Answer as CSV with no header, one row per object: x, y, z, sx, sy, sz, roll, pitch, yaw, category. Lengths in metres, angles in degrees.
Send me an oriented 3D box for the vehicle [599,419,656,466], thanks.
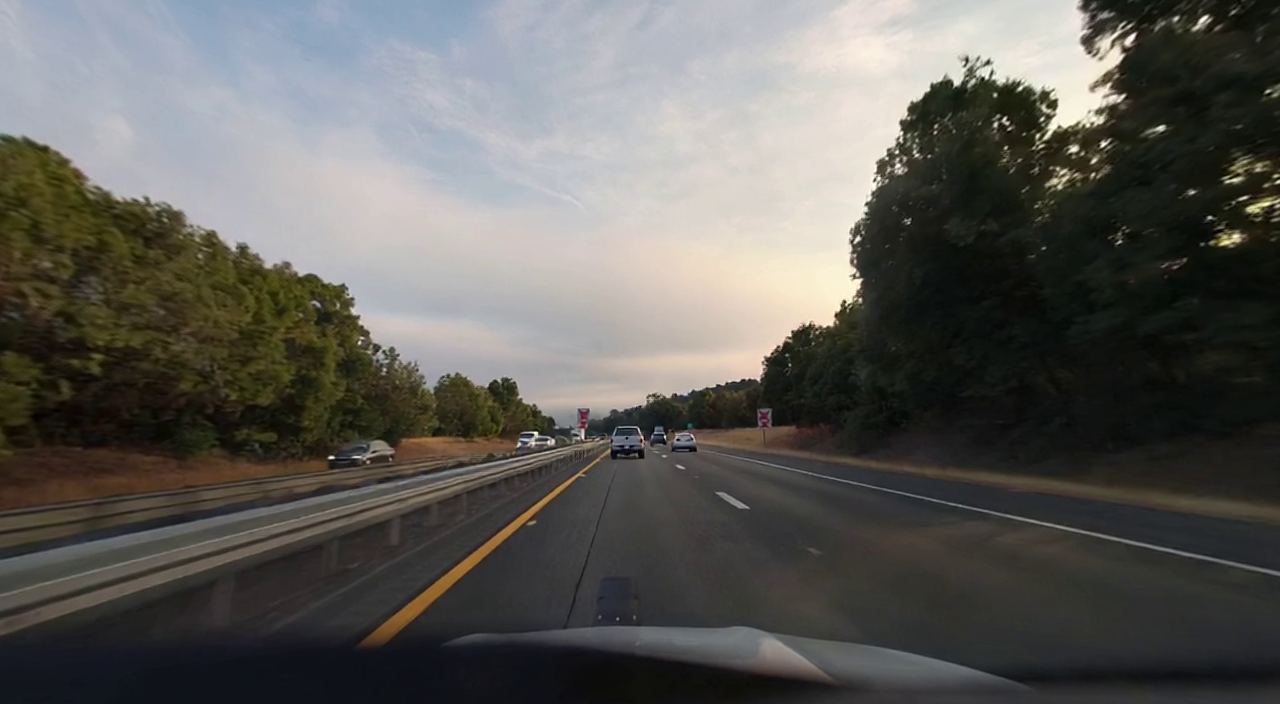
-0.627,4.311,30.107,2.503,2.044,4.633,0,-8,-1,vehicle

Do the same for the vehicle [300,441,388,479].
-13.335,4.863,28.699,1.992,1.580,4.205,0,-8,0,vehicle
